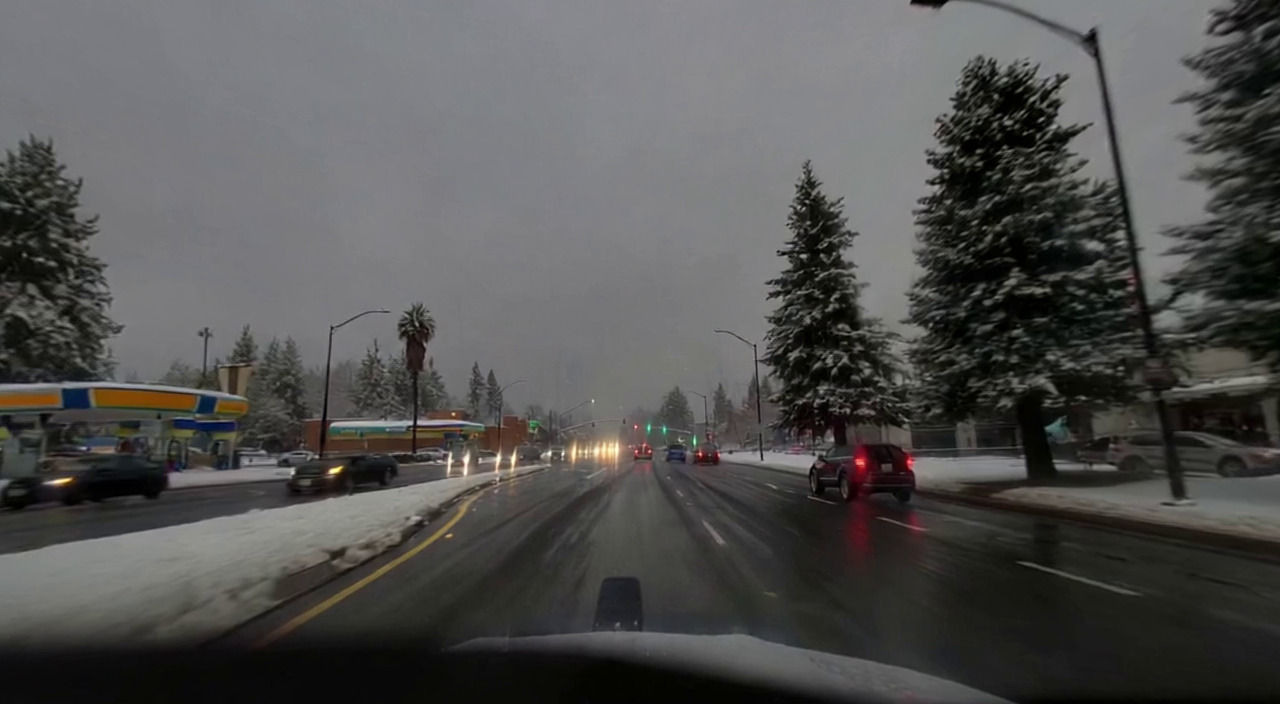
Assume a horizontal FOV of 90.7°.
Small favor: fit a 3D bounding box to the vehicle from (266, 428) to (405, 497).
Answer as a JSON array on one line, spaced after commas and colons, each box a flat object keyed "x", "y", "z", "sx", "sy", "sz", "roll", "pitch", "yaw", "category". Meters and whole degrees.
[{"x": -9.534, "y": 3.494, "z": 20.356, "sx": 2.061, "sy": 1.915, "sz": 4.589, "roll": -1, "pitch": -9, "yaw": 2, "category": "vehicle"}]

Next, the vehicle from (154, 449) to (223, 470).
[{"x": -35.175, "y": 8.377, "z": 49.330, "sx": 3.864, "sy": 1.530, "sz": 1.961, "roll": 0, "pitch": -8, "yaw": 2, "category": "vehicle"}]

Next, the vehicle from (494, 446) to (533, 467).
[{"x": -9.161, "y": 7.592, "z": 46.256, "sx": 1.891, "sy": 1.473, "sz": 4.297, "roll": -1, "pitch": -9, "yaw": 1, "category": "vehicle"}]

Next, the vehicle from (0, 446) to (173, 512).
[{"x": -16.269, "y": 3.554, "z": 18.294, "sx": 1.965, "sy": 1.638, "sz": 4.589, "roll": 0, "pitch": -9, "yaw": 1, "category": "vehicle"}]

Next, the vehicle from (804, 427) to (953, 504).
[{"x": 6.279, "y": 3.046, "z": 17.438, "sx": 2.066, "sy": 1.807, "sz": 4.893, "roll": 0, "pitch": -8, "yaw": -1, "category": "vehicle"}]

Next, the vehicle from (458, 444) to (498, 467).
[{"x": -12.725, "y": 8.139, "z": 49.944, "sx": 1.958, "sy": 1.701, "sz": 4.082, "roll": -1, "pitch": -9, "yaw": 2, "category": "vehicle"}]

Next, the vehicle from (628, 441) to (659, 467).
[{"x": 0.249, "y": 7.491, "z": 46.659, "sx": 2.177, "sy": 1.754, "sz": 3.815, "roll": 0, "pitch": -8, "yaw": 1, "category": "vehicle"}]
